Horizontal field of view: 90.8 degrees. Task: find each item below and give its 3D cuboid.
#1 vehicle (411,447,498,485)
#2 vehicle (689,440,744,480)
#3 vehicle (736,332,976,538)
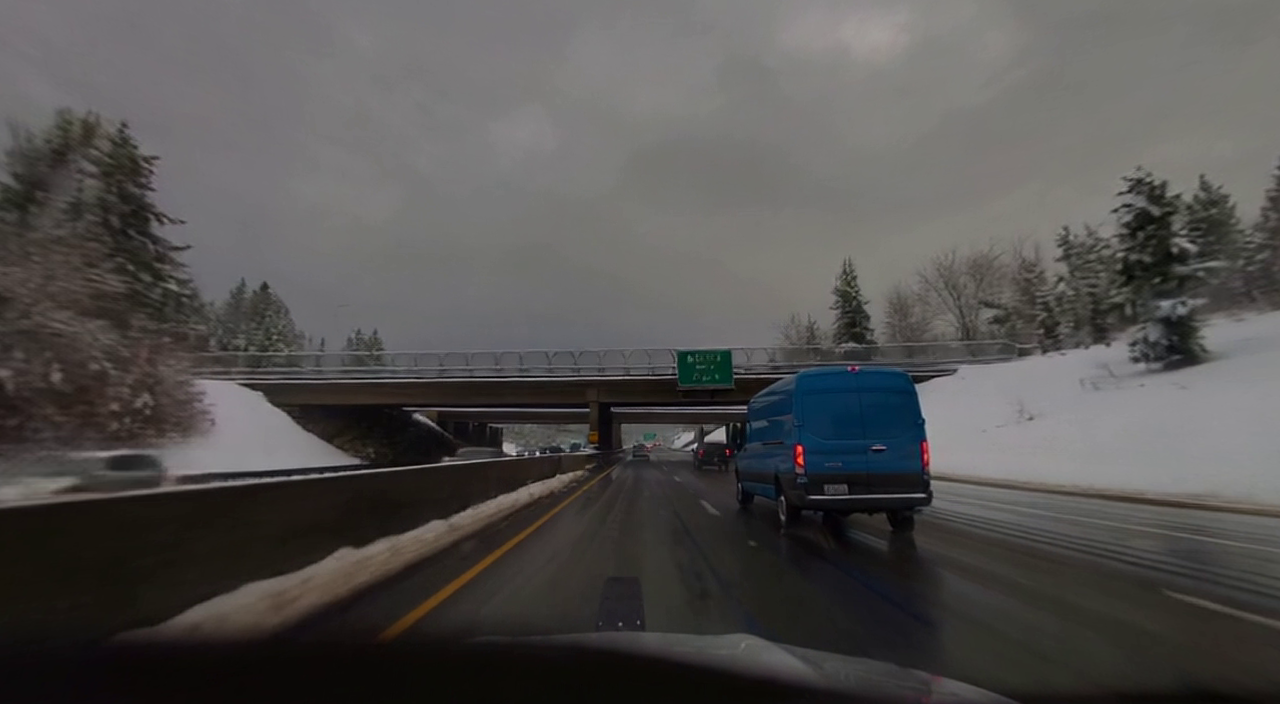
[{"bbox_3d":[-7.600,4.714,26.383,2.225,1.422,4.691,0,-9,0],"label":"vehicle"},{"bbox_3d":[3.506,5.034,29.658,2.009,1.731,4.149,0,-9,-1],"label":"vehicle"},{"bbox_3d":[3.824,1.772,13.183,2.460,3.155,6.902,0,-9,-1],"label":"vehicle"}]
